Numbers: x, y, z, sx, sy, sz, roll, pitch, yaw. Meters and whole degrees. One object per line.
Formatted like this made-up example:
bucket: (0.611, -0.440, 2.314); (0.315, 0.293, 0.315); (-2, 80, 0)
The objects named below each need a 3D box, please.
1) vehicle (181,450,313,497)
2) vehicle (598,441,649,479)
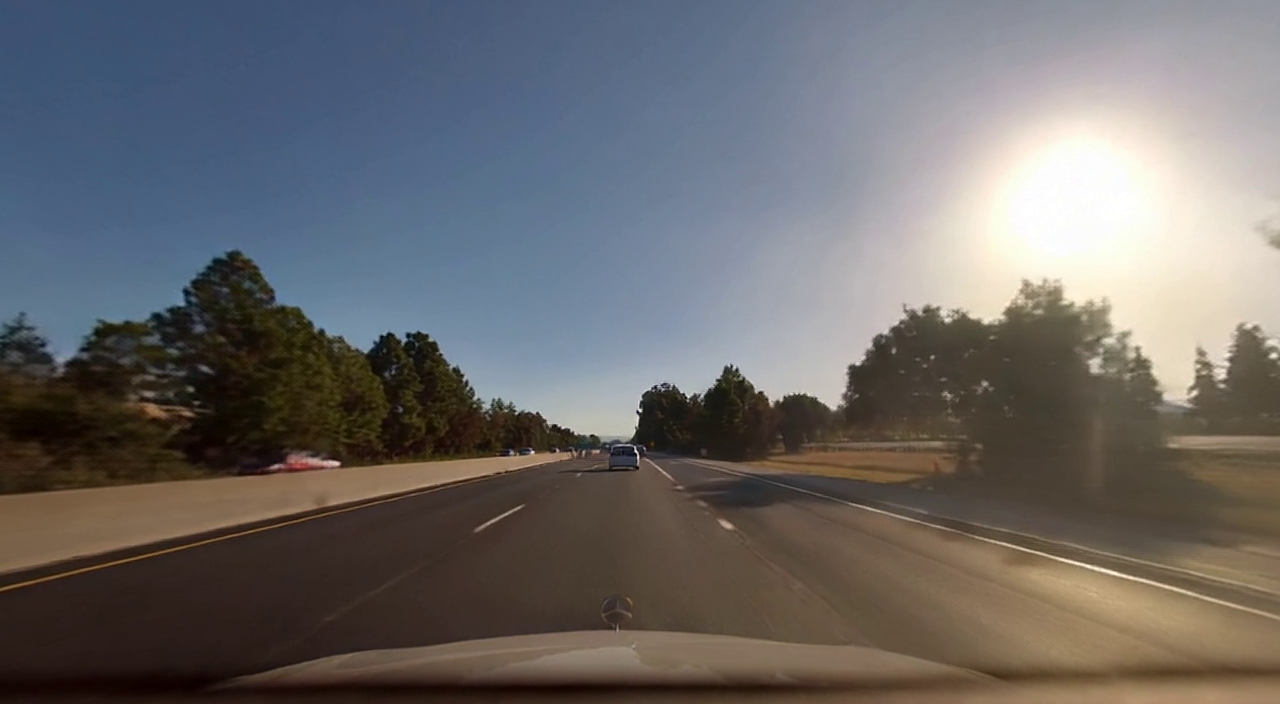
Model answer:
vehicle: (-13.651, 4.208, 22.149); (1.882, 1.474, 4.369); (0, -9, -1)
vehicle: (-0.721, 4.755, 27.813); (2.095, 1.537, 4.017); (0, -9, -1)
